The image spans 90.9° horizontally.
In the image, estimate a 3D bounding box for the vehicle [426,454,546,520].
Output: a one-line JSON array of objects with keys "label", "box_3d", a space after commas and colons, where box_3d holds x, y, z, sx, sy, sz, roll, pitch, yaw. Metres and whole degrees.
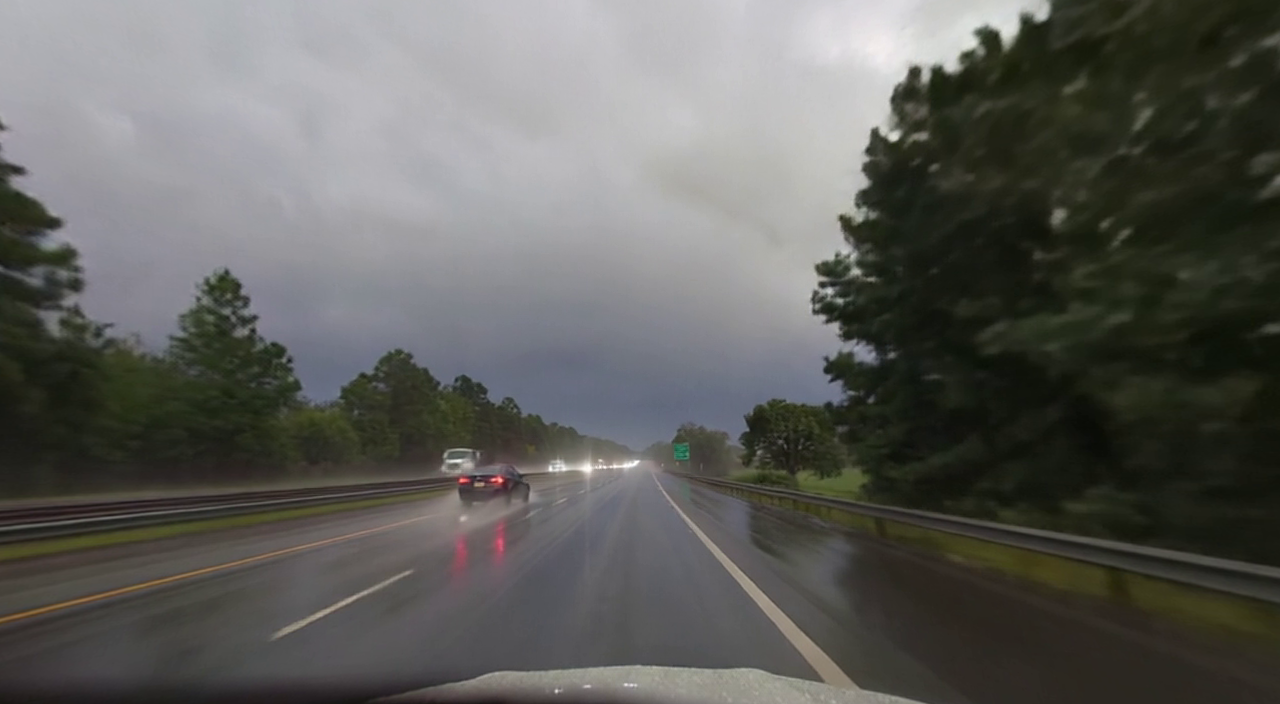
[{"label": "vehicle", "box_3d": [-3.936, 3.568, 17.007, 2.043, 1.486, 4.442, 0, -10, 1]}]
